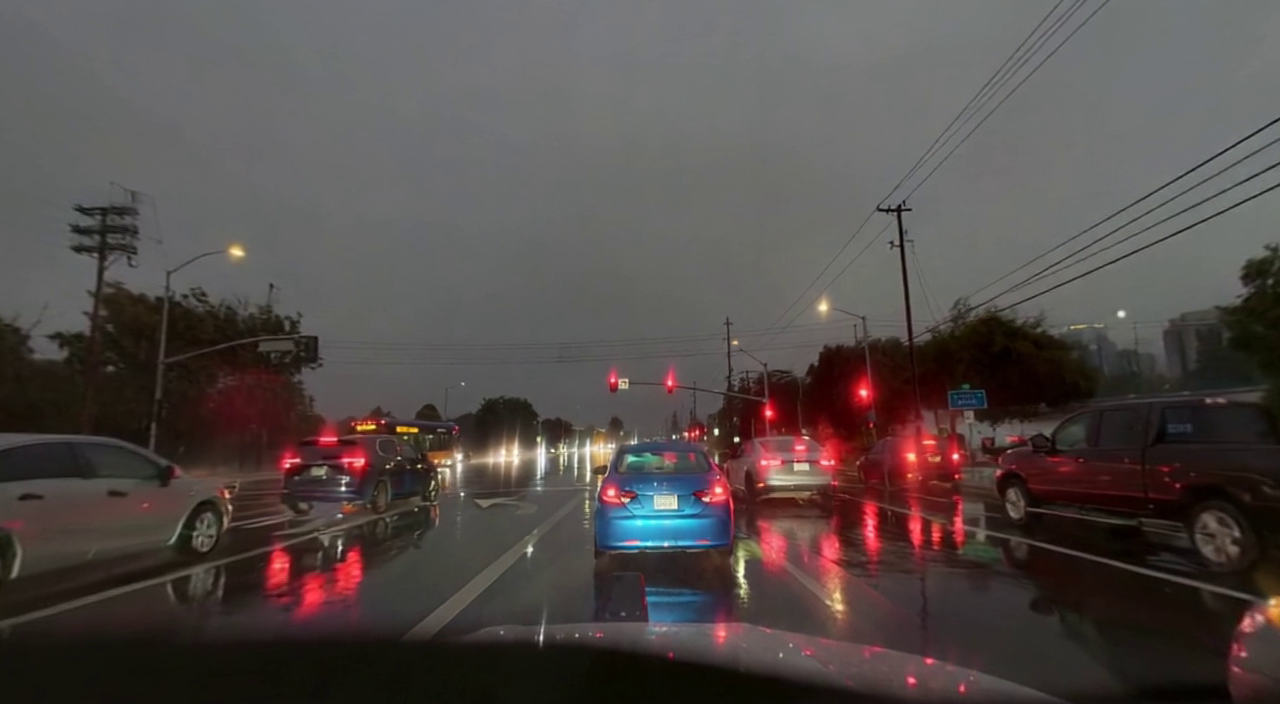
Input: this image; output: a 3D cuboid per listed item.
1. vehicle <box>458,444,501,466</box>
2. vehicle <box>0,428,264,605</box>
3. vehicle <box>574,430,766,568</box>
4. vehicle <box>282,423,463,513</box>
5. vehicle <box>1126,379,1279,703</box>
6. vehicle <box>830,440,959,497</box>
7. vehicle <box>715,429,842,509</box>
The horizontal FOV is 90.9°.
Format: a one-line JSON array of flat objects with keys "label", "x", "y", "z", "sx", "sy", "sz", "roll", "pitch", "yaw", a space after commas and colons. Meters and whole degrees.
[{"label": "vehicle", "x": -12.384, "y": 7.971, "z": 48.940, "sx": 2.031, "sy": 1.578, "sz": 4.297, "roll": -1, "pitch": -8, "yaw": 2}, {"label": "vehicle", "x": -6.409, "y": 1.594, "z": 6.649, "sx": 1.955, "sy": 1.497, "sz": 4.639, "roll": -1, "pitch": -8, "yaw": 1}, {"label": "vehicle", "x": 0.318, "y": 1.910, "z": 8.977, "sx": 2.109, "sy": 1.483, "sz": 3.964, "roll": 0, "pitch": -8, "yaw": 0}, {"label": "vehicle", "x": -6.252, "y": 2.764, "z": 15.621, "sx": 2.070, "sy": 1.824, "sz": 5.196, "roll": -1, "pitch": -8, "yaw": 2}, {"label": "vehicle", "x": 3.067, "y": 0.639, "z": 0.636, "sx": 1.870, "sy": 1.523, "sz": 4.096, "roll": -1, "pitch": -8, "yaw": 0}, {"label": "vehicle", "x": 7.263, "y": 3.334, "z": 18.572, "sx": 1.867, "sy": 1.459, "sz": 4.436, "roll": 0, "pitch": -8, "yaw": -1}, {"label": "vehicle", "x": 3.234, "y": 2.831, "z": 15.770, "sx": 2.042, "sy": 1.676, "sz": 4.364, "roll": 0, "pitch": -8, "yaw": -2}]
